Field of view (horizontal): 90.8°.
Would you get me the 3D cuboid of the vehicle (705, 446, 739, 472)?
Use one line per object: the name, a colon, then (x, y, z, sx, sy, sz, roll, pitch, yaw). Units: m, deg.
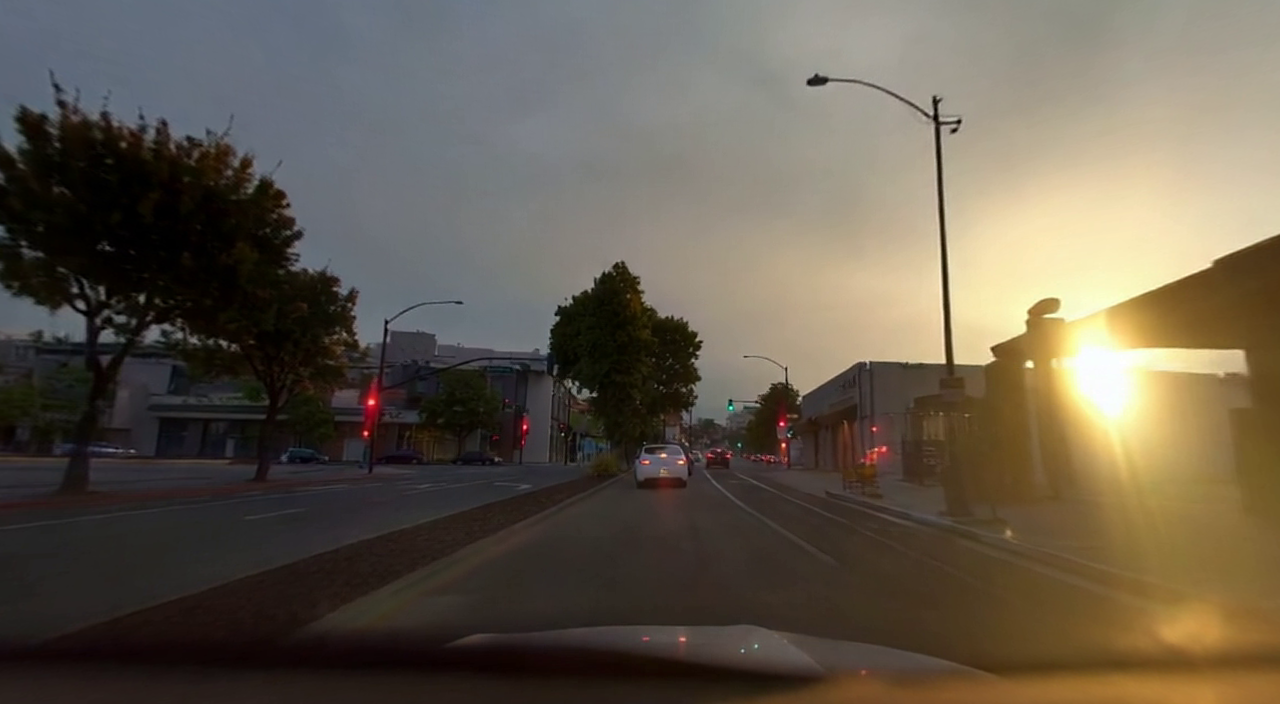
vehicle: (6.242, 8.160, 48.539, 2.092, 1.851, 4.913, 0, -9, 2)

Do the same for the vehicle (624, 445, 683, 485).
vehicle: (0.643, 4.495, 25.470, 2.173, 1.479, 4.264, -1, -9, 4)
